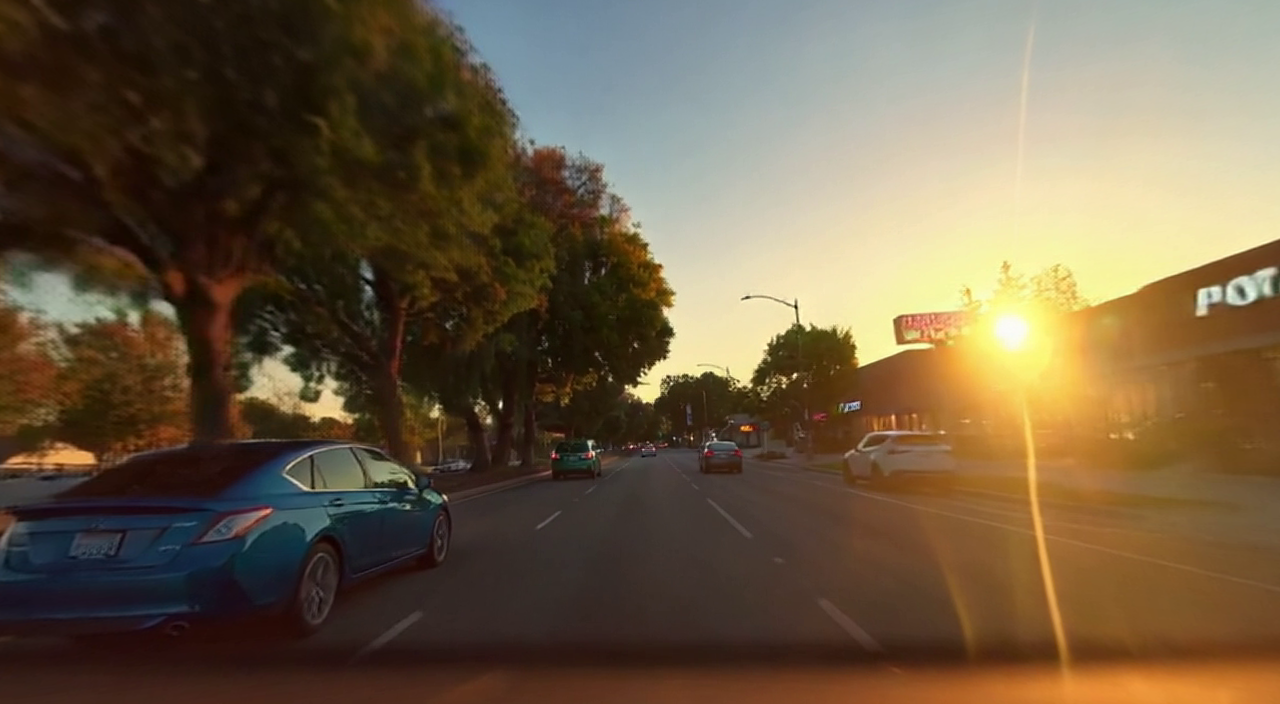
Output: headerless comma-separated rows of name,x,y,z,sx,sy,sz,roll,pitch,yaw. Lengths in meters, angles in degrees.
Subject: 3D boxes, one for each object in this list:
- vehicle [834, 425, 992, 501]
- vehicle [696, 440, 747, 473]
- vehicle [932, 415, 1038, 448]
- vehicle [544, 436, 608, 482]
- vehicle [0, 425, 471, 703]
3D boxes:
vehicle,7.323,3.035,17.651,2.198,1.788,4.941,0,-8,0
vehicle,3.877,5.038,30.604,1.904,1.490,4.299,0,-8,0
vehicle,21.227,4.943,38.932,5.166,1.870,2.317,0,-10,-2
vehicle,-2.650,4.584,27.283,2.193,1.788,4.603,0,-8,1
vehicle,-3.152,1.449,5.435,1.956,1.460,4.802,0,-8,1
